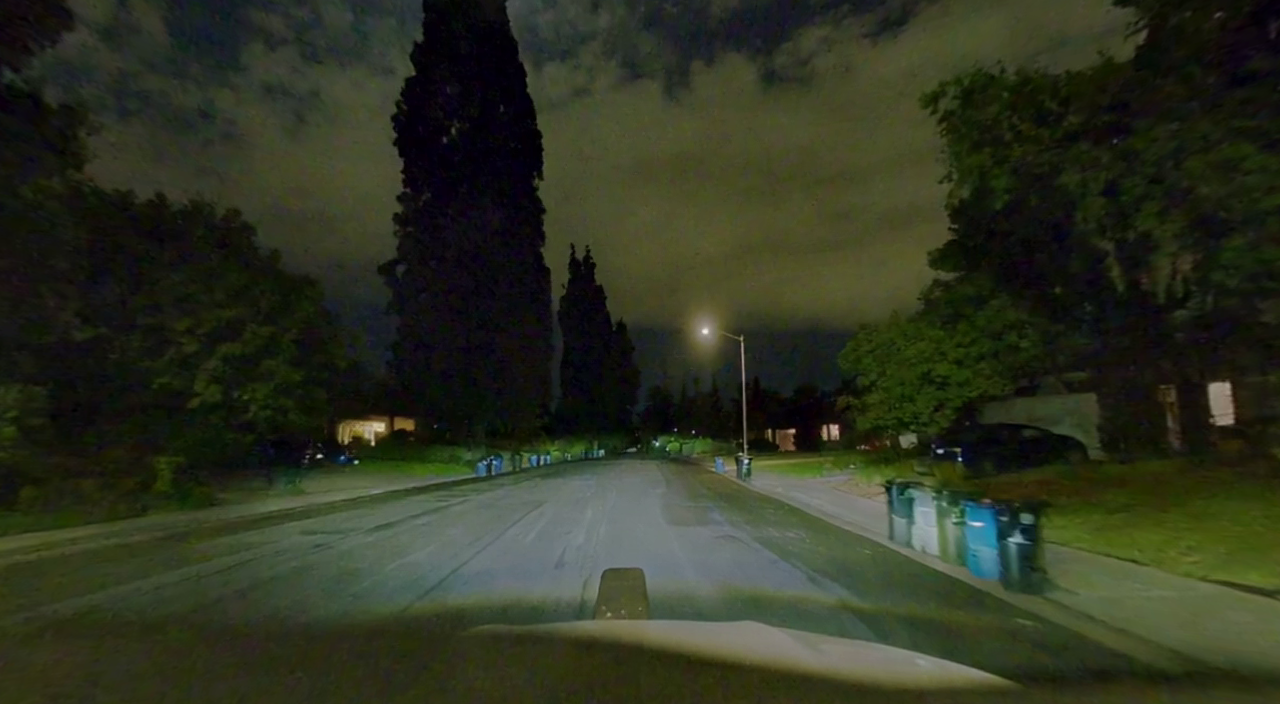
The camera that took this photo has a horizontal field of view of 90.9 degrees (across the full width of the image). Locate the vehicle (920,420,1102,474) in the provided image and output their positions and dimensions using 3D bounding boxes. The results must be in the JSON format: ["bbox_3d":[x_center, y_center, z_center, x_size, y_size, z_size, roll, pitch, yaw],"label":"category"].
[{"bbox_3d":[11.217,2.911,19.337,4.254,1.538,2.020,0,-8,1],"label":"vehicle"}]

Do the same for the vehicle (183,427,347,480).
[{"bbox_3d":[-13.544,3.688,23.016,4.587,1.786,2.127,0,-9,1],"label":"vehicle"}]
